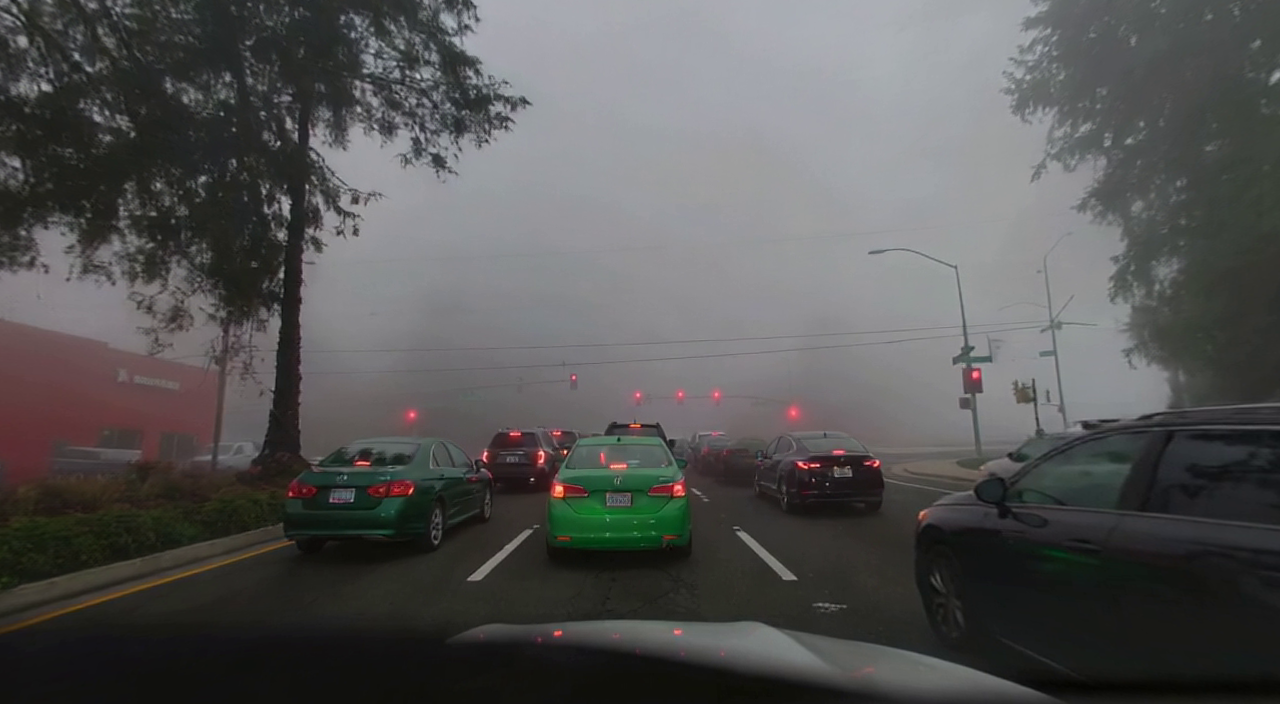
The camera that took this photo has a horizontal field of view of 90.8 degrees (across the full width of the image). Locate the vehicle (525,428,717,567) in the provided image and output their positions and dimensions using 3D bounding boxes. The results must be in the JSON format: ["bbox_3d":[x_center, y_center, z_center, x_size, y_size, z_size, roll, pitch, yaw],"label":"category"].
[{"bbox_3d":[-0.210,1.835,8.711,2.041,1.450,3.847,0,-8,0],"label":"vehicle"}]

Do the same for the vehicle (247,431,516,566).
[{"bbox_3d":[-3.210,1.889,8.942,1.917,1.441,4.128,-1,-8,2],"label":"vehicle"}]

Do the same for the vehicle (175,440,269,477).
[{"bbox_3d":[-21.240,5.411,32.356,2.132,1.724,4.001,0,-8,-2],"label":"vehicle"}]

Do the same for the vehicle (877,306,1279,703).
[{"bbox_3d":[2.977,0.798,2.458,2.196,1.676,4.865,0,-8,0],"label":"vehicle"}]

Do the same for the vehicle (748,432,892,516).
[{"bbox_3d":[3.549,2.474,13.282,1.880,1.476,3.932,0,-8,1],"label":"vehicle"}]
